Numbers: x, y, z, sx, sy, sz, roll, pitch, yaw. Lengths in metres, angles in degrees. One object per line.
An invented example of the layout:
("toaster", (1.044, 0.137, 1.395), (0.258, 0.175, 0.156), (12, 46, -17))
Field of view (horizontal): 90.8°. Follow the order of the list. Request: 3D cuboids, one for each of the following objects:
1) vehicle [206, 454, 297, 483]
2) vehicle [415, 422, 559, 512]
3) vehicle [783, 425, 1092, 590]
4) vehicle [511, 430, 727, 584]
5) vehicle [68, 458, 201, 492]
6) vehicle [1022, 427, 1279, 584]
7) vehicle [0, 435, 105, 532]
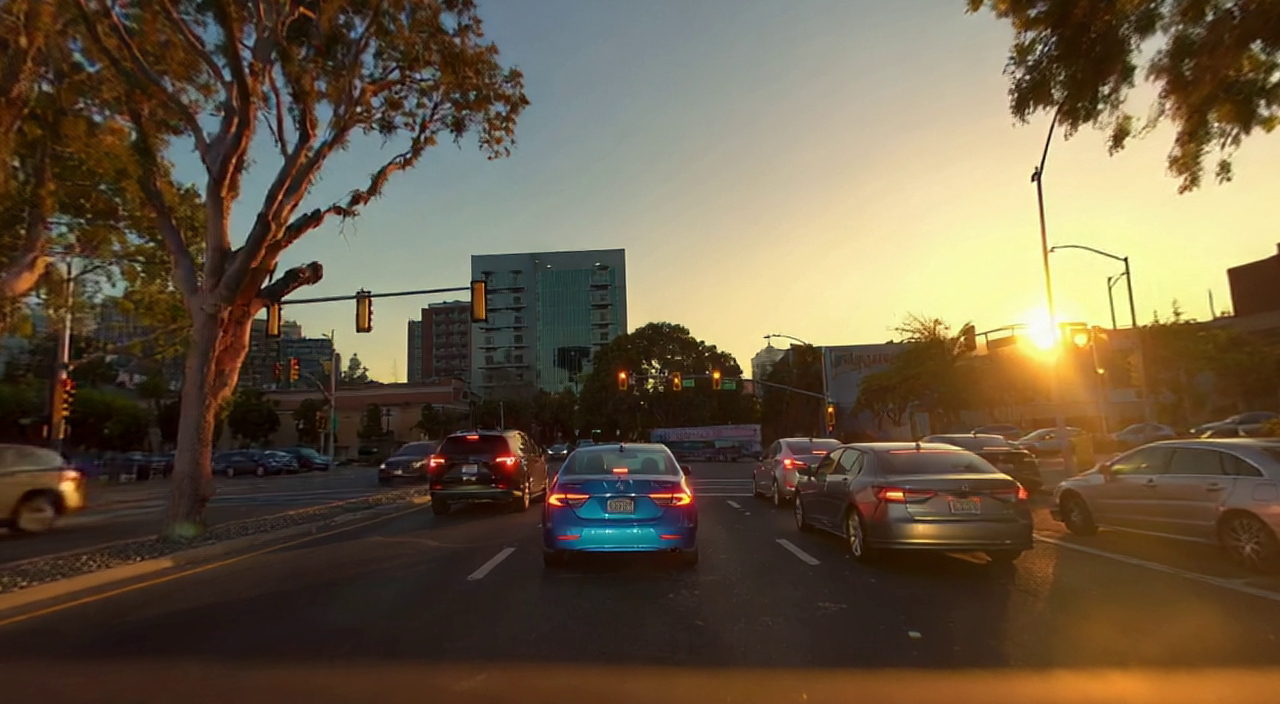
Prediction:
("vehicle", (-23.438, 7.019, 38.267), (4.238, 1.671, 1.898), (2, -9, -13))
("vehicle", (-3.433, 2.709, 15.399), (2.160, 1.823, 5.115), (0, -8, 1))
("vehicle", (3.239, 1.756, 8.008), (2.020, 1.513, 4.120), (0, -8, 2))
("vehicle", (-0.175, 1.800, 8.161), (2.098, 1.477, 3.897), (0, -8, 1))
("vehicle", (-25.236, 6.141, 31.753), (4.679, 1.488, 2.052), (2, -9, -13))
("vehicle", (7.197, 1.737, 7.826), (2.004, 1.508, 4.646), (0, -8, 0))
("vehicle", (-12.390, 2.334, 11.153), (1.959, 1.704, 4.410), (0, -8, 0))
